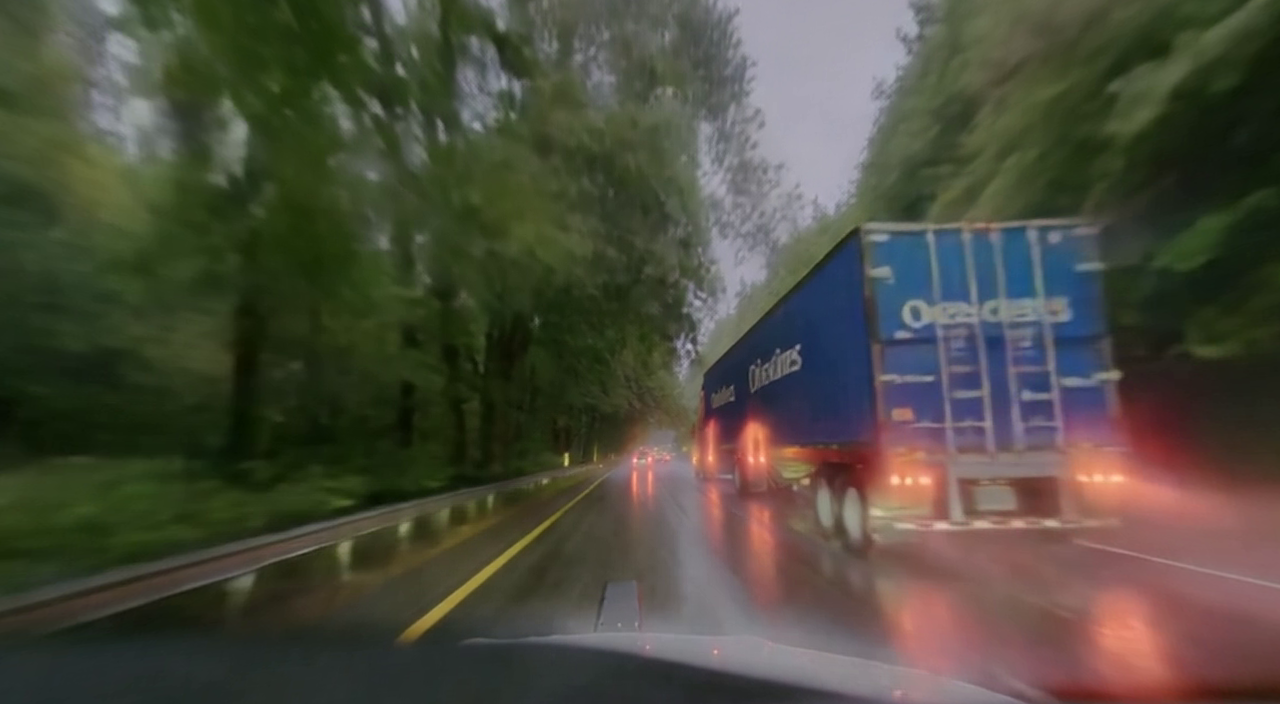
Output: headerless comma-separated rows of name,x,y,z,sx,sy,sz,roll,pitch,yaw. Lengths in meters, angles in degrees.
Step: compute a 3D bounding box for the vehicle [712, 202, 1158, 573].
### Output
vehicle,3.791,1.183,12.587,3.440,4.090,11.380,-1,-9,1
